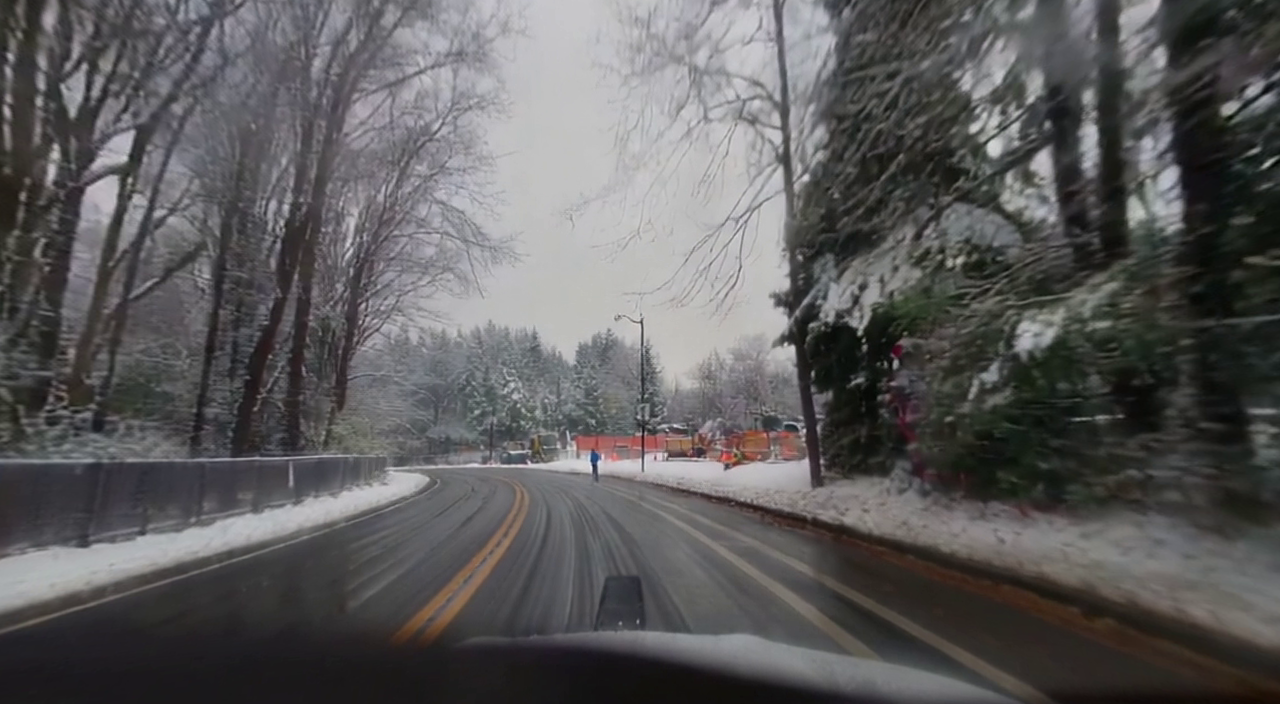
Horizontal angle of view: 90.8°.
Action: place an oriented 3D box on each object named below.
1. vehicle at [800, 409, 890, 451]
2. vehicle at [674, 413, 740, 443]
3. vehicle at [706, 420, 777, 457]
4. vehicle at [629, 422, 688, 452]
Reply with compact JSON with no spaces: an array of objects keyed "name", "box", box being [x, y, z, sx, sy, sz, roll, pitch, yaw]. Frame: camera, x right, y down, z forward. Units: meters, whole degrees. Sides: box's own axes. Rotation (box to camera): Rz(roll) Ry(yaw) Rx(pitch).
[{"name":"vehicle","box":[7.823,3.062,24.454,1.635,1.445,3.563,1,-9,-13]},{"name":"vehicle","box":[4.513,5.152,42.798,3.916,1.765,1.785,-2,-7,-19]},{"name":"vehicle","box":[5.673,4.878,35.317,3.451,1.504,1.652,9,-14,-8]},{"name":"vehicle","box":[1.494,6.715,49.728,4.180,1.880,2.028,12,-12,-35]}]
